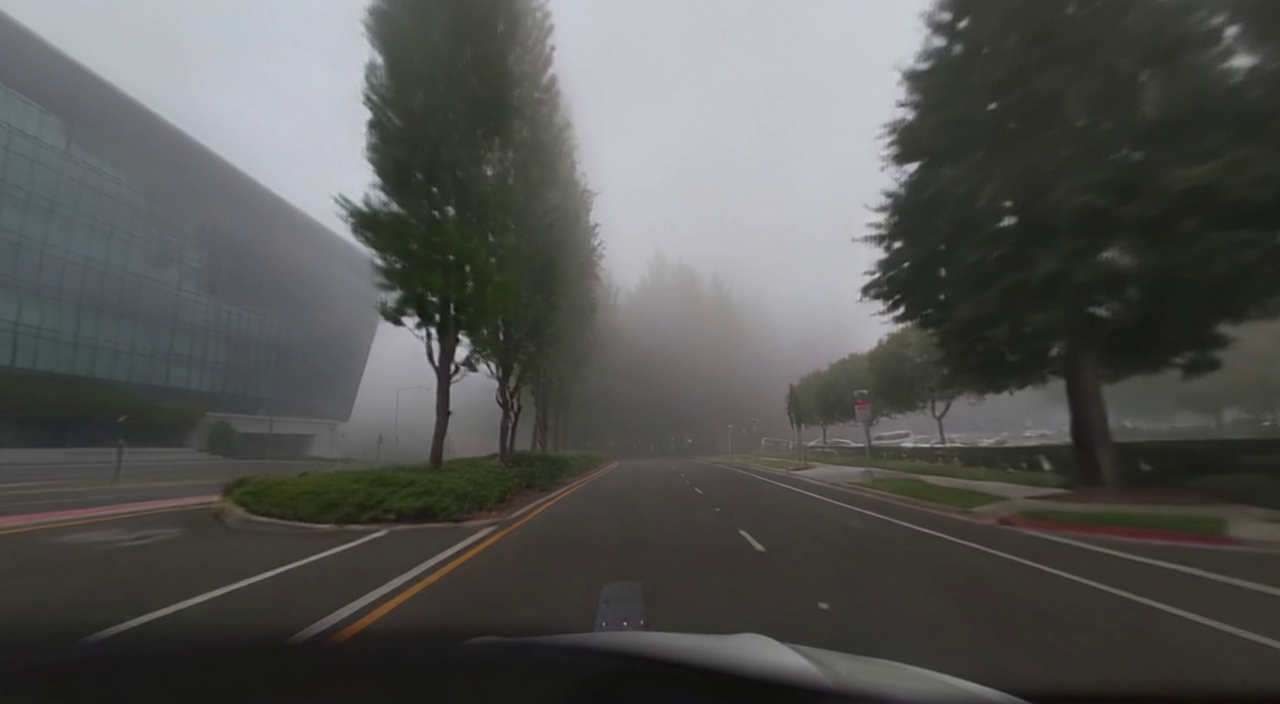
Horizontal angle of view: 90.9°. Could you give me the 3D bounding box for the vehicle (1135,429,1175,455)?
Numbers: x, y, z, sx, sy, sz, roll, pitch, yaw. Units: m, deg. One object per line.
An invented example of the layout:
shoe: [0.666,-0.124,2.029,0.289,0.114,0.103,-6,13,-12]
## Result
vehicle: [35.246,6.156,43.121,1.924,1.636,4.297,-5,-10,40]

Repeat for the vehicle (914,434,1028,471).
vehicle: [15.745,4.788,30.162,4.198,1.552,2.087,-2,-8,0]

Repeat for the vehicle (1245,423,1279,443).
vehicle: [46.985,6.042,47.189,1.995,1.371,4.006,-8,-9,39]
